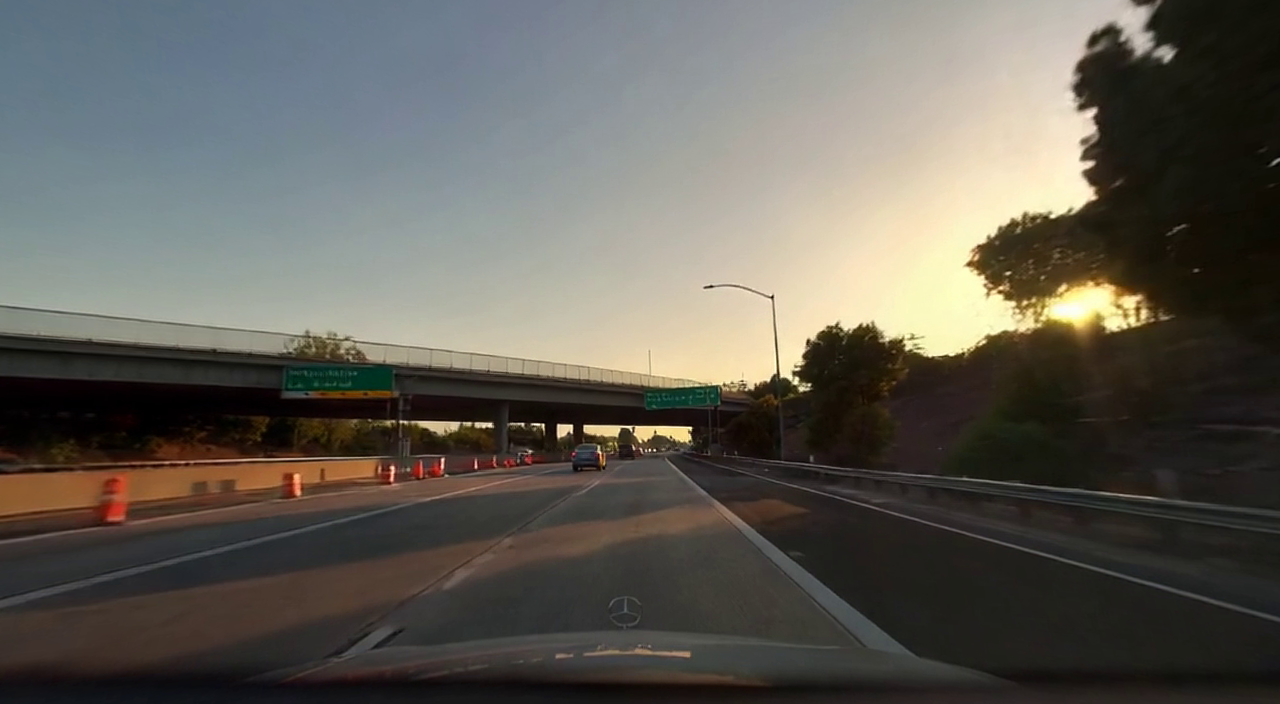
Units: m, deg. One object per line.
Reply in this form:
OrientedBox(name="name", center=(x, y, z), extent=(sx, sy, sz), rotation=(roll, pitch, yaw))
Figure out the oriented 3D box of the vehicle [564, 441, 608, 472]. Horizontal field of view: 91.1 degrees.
OrientedBox(name="vehicle", center=(-3.010, 5.900, 35.682), extent=(2.078, 1.629, 4.059), rotation=(-1, -8, 1))
